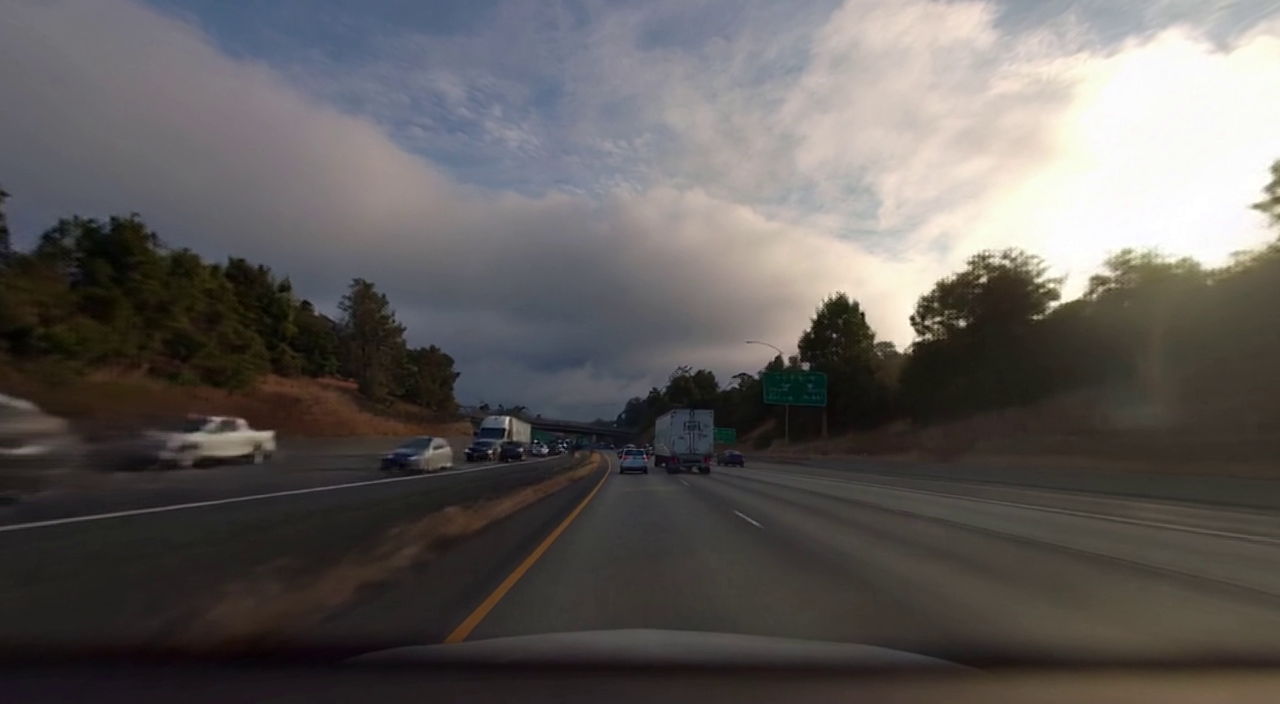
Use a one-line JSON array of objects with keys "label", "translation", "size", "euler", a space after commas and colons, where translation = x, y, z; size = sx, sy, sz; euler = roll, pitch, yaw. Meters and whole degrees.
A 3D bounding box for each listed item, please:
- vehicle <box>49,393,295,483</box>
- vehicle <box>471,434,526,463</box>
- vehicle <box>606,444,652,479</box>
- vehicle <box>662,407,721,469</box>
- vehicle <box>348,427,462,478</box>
[{"label": "vehicle", "translation": [-11.748, 2.298, 16.548], "size": [2.299, 1.960, 5.379], "euler": [0, -9, 0]}, {"label": "vehicle", "translation": [-7.775, 5.372, 35.161], "size": [1.958, 1.489, 4.997], "euler": [0, -9, -1]}, {"label": "vehicle", "translation": [-0.553, 5.371, 31.139], "size": [2.111, 1.599, 3.859], "euler": [0, -9, -1]}, {"label": "vehicle", "translation": [3.551, 6.586, 47.300], "size": [2.931, 4.009, 12.800], "euler": [0, -9, -2]}, {"label": "vehicle", "translation": [-7.327, 3.221, 20.191], "size": [2.013, 1.439, 4.317], "euler": [0, -9, 0]}]
